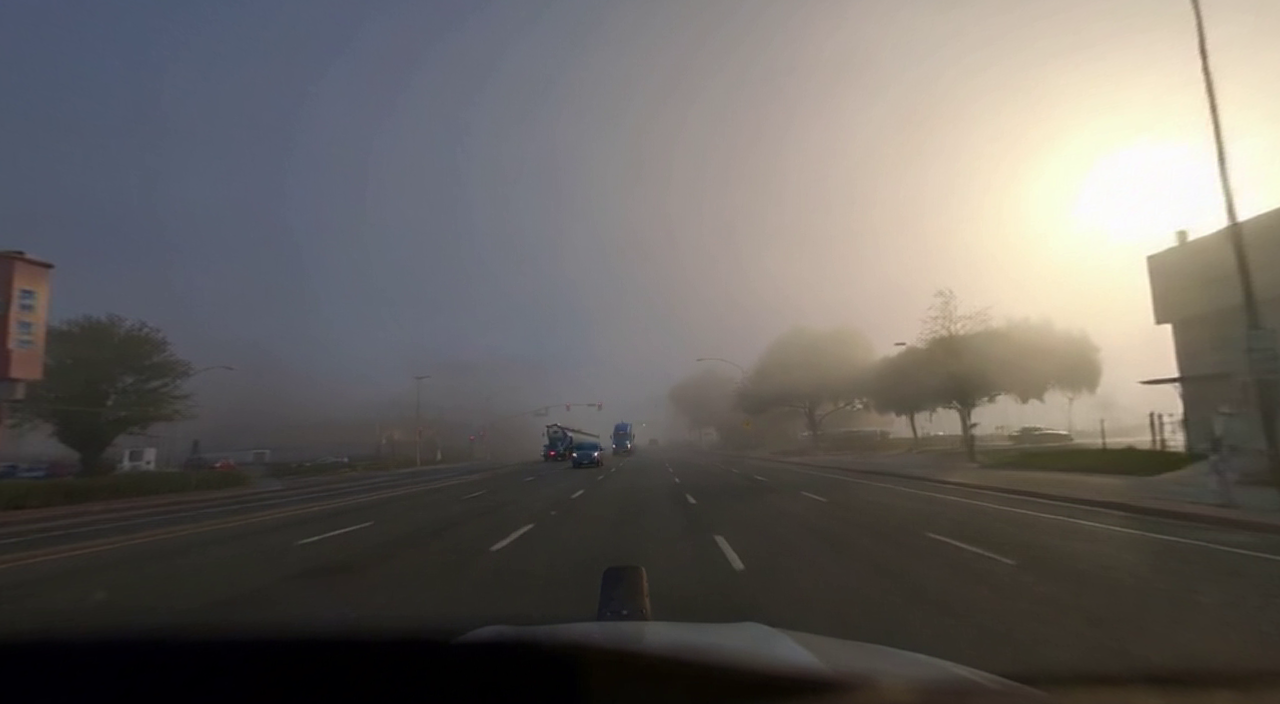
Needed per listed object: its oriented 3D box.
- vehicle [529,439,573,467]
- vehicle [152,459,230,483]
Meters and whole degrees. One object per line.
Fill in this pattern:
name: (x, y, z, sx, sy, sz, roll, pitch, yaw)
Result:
vehicle: (-5.816, 6.677, 41.899, 2.179, 1.750, 4.621, 0, -8, 1)
vehicle: (-35.562, 9.412, 49.967, 4.485, 1.772, 2.149, 0, -9, 1)
